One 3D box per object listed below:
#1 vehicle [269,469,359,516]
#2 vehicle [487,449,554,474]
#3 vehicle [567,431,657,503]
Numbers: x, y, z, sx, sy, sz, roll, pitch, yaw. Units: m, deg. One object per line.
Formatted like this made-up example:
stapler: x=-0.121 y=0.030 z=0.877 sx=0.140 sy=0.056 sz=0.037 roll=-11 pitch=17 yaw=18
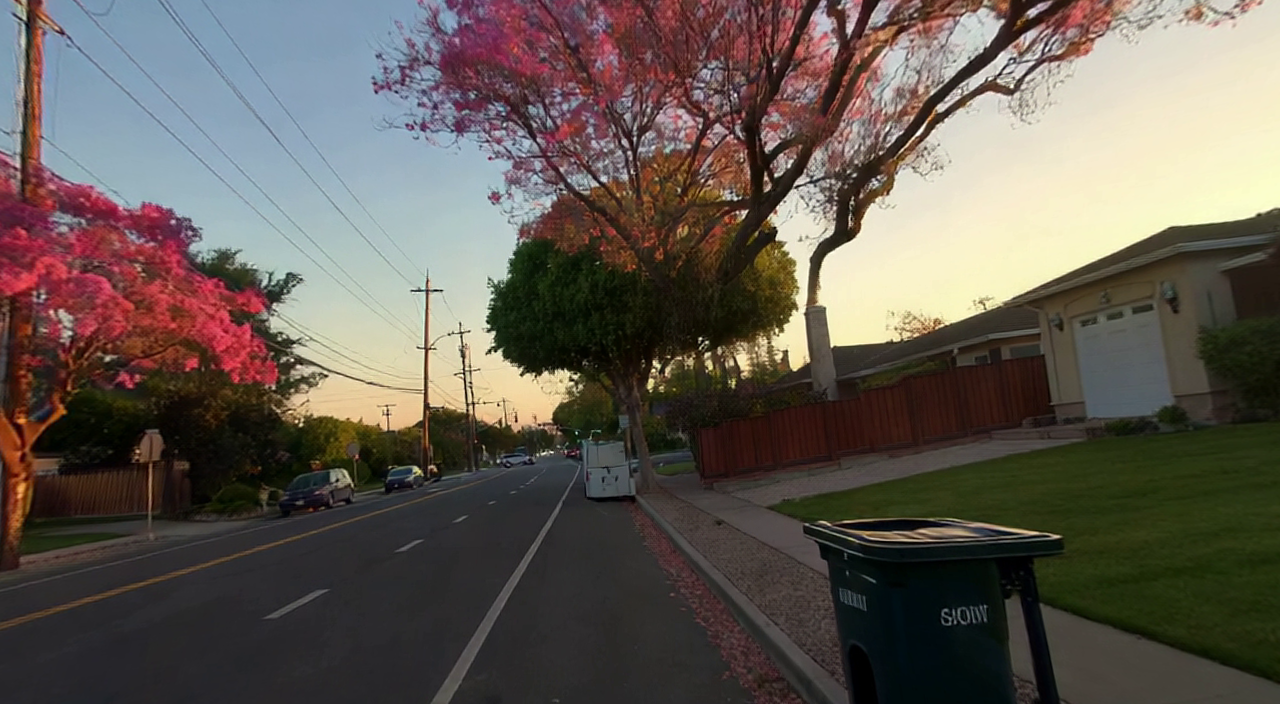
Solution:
vehicle: x=-13.764 y=5.920 z=26.979 sx=1.982 sy=1.660 sz=4.142 roll=1 pitch=-8 yaw=-6
vehicle: x=-9.142 y=8.396 z=48.615 sx=4.723 sy=1.679 sz=2.218 roll=-2 pitch=-9 yaw=1
vehicle: x=-0.827 y=3.081 z=17.388 sx=2.190 sy=1.708 sz=4.115 roll=0 pitch=-8 yaw=-4
